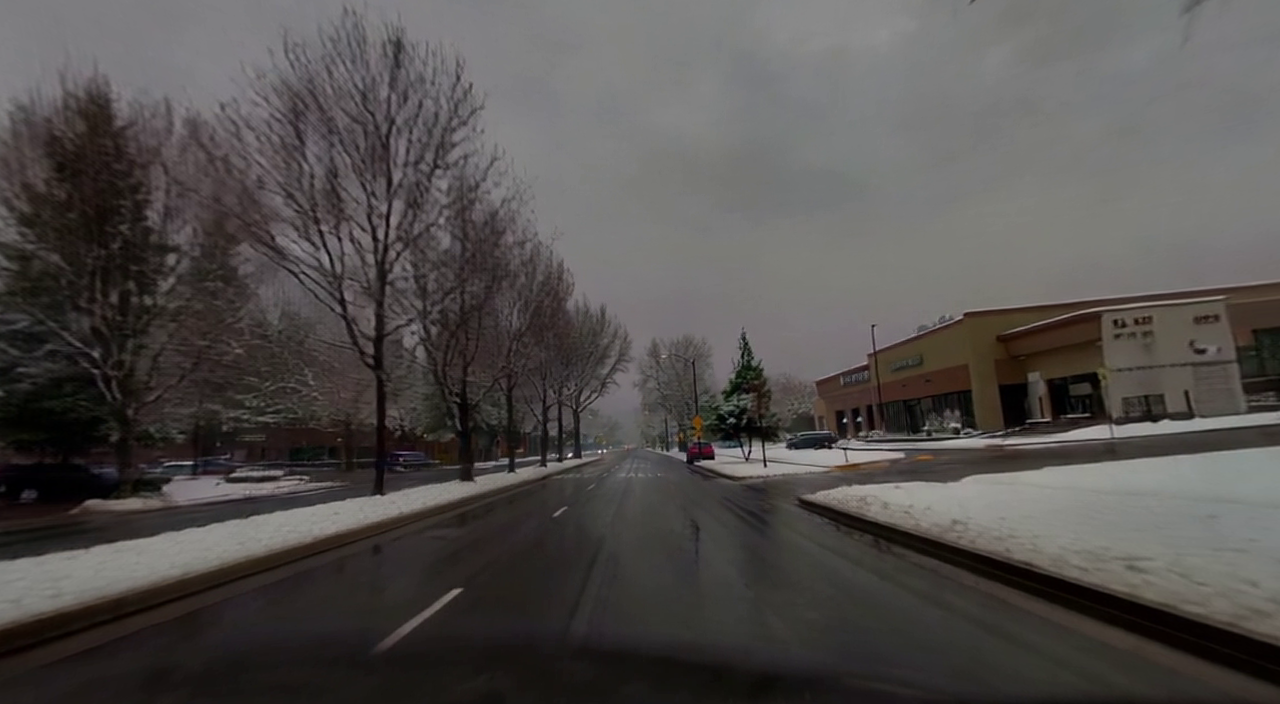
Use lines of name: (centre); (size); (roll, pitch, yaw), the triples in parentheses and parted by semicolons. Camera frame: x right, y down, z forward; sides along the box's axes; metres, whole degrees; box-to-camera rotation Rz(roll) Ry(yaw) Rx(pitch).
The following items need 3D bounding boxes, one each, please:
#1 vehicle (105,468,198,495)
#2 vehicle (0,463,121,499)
vehicle: (-27.942, 7.387, 35.954); (3.844, 1.448, 1.746); (0, -9, 1)
vehicle: (-28.380, 6.236, 30.503); (4.552, 1.576, 2.005); (0, -9, 2)
